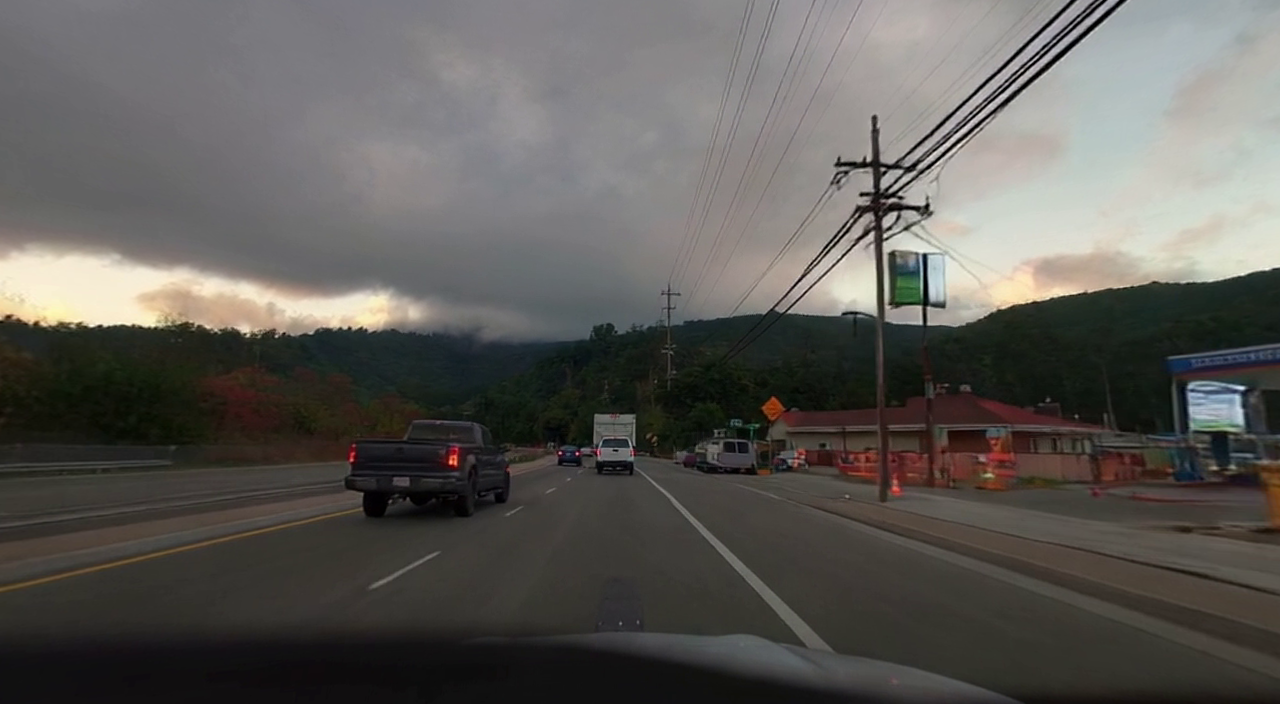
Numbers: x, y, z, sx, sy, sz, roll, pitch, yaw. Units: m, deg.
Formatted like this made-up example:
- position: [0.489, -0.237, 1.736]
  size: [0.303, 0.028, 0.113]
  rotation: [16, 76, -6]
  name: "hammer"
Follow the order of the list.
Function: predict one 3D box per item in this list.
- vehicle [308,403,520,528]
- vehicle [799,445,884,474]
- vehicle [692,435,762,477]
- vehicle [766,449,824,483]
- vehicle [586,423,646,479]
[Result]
- position: [-4.193, 2.257, 13.129]
  size: [2.345, 2.012, 5.693]
  rotation: [0, -8, -1]
  name: "vehicle"
- position: [15.276, 8.118, 48.166]
  size: [2.193, 2.034, 5.805]
  rotation: [7, -11, -40]
  name: "vehicle"
- position: [4.906, 6.012, 36.880]
  size: [2.706, 2.199, 6.527]
  rotation: [1, -9, -4]
  name: "vehicle"
- position: [8.367, 6.148, 34.388]
  size: [1.933, 1.480, 4.249]
  rotation: [2, -7, -2]
  name: "vehicle"
- position: [-1.137, 4.524, 29.053]
  size: [2.486, 2.280, 5.291]
  rotation: [0, -8, -3]
  name: "vehicle"
